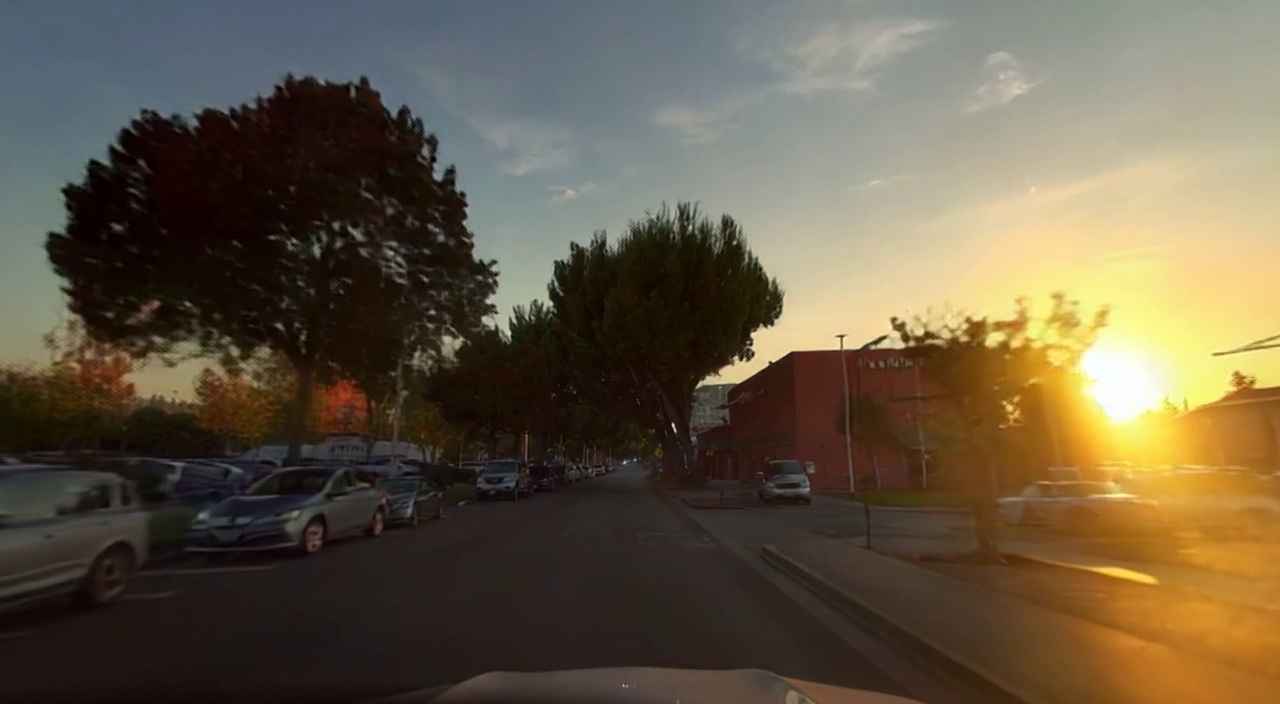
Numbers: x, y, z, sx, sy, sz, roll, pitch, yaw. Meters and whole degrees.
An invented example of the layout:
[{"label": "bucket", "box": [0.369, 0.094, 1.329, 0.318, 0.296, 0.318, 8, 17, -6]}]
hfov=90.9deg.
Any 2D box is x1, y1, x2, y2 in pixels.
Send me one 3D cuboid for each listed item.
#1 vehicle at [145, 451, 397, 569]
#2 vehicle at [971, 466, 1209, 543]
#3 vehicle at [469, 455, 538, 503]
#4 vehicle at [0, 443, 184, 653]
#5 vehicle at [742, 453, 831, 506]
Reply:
[{"label": "vehicle", "box": [-6.065, 2.647, 11.118, 1.957, 1.634, 4.164, 1, -11, -1]}, {"label": "vehicle", "box": [10.121, 3.462, 14.785, 1.926, 1.469, 4.654, 2, -11, -4]}, {"label": "vehicle", "box": [-6.260, 5.922, 29.604, 2.196, 2.001, 5.548, 1, -11, -3]}, {"label": "vehicle", "box": [-5.783, 1.466, 4.669, 1.820, 1.578, 4.043, 1, -11, -2]}, {"label": "vehicle", "box": [5.442, 4.836, 24.065, 2.054, 1.779, 4.650, 1, -11, -3]}]
